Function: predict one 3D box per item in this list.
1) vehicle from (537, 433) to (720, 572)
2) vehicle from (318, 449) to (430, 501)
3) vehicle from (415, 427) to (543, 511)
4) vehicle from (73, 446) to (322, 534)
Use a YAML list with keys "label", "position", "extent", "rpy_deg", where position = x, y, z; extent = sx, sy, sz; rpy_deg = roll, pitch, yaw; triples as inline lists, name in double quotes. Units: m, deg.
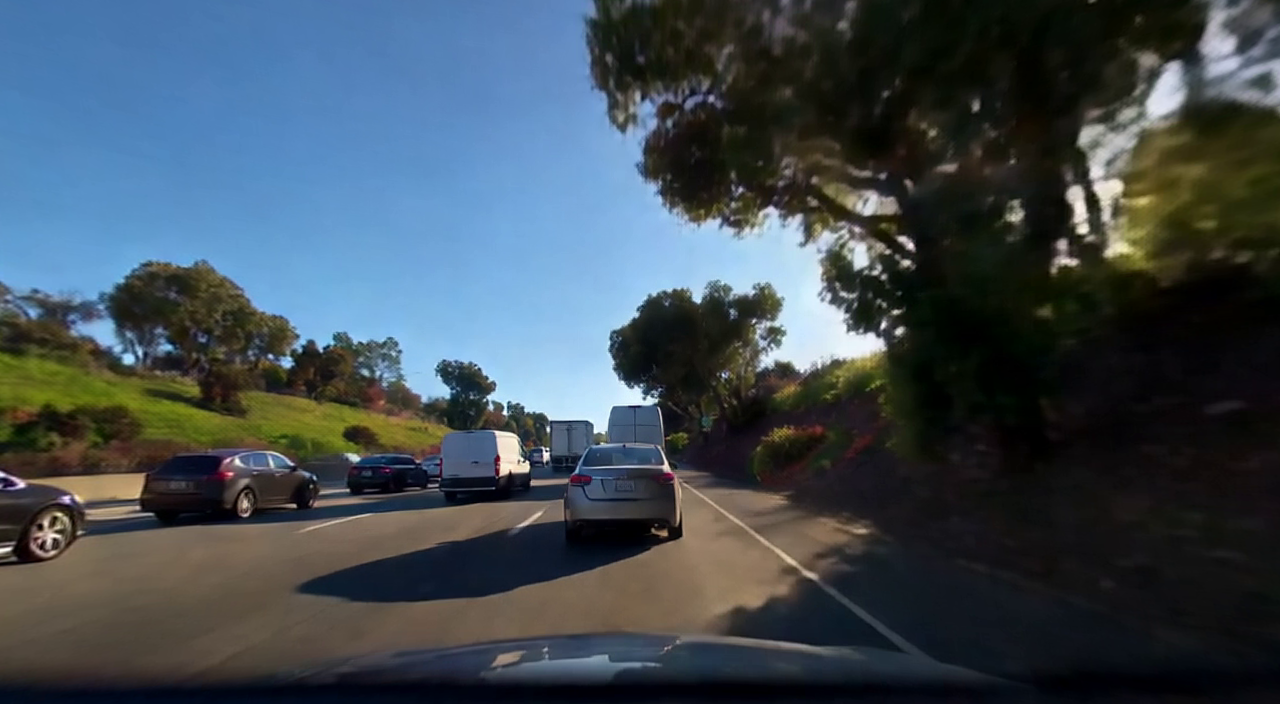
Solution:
- label: "vehicle"
  position: [-0.144, 1.918, 8.671]
  extent: [1.995, 1.495, 3.380]
  rpy_deg: [0, -9, -1]
- label: "vehicle"
  position: [-8.388, 3.883, 20.284]
  extent: [1.826, 1.465, 3.916]
  rpy_deg: [-1, -9, 1]
- label: "vehicle"
  position: [-4.089, 3.073, 16.947]
  extent: [2.055, 1.913, 4.584]
  rpy_deg: [-1, -9, 2]
- label: "vehicle"
  position: [-8.705, 2.711, 13.044]
  extent: [1.884, 1.484, 4.389]
  rpy_deg: [-1, -9, 1]
